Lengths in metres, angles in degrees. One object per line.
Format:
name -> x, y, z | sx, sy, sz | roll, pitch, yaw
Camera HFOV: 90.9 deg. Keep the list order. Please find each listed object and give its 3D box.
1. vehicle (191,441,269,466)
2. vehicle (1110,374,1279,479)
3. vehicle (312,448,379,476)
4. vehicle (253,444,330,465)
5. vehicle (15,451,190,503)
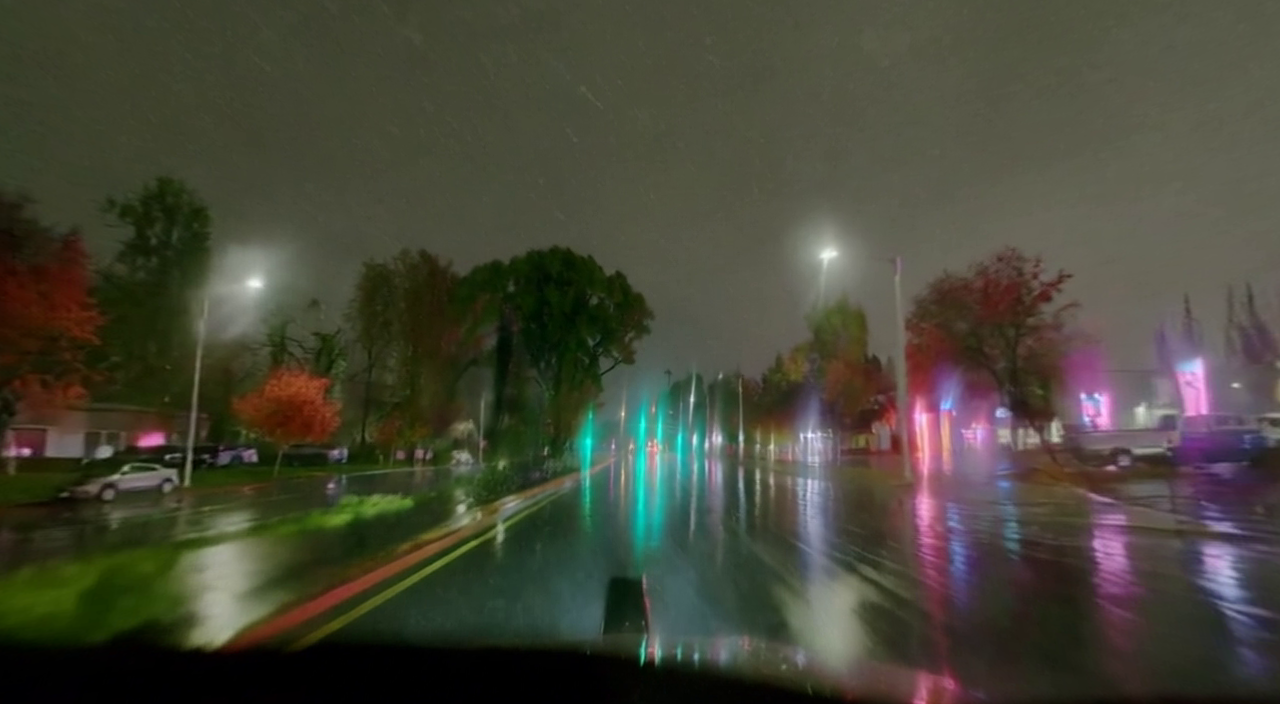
vehicle -> -27.309, 6.764, 42.096 | 3.882, 1.599, 1.725 | 1, -9, -4
vehicle -> 21.813, 2.882, 23.650 | 3.006, 3.375, 6.598 | 0, -9, -2
vehicle -> -18.690, 6.998, 40.269 | 1.964, 1.618, 4.622 | 0, -8, 1
vehicle -> -26.283, 7.773, 47.673 | 4.613, 1.504, 1.876 | 1, -9, -7
vehicle -> -19.045, 4.409, 22.730 | 1.814, 1.577, 5.024 | 0, -9, 1
